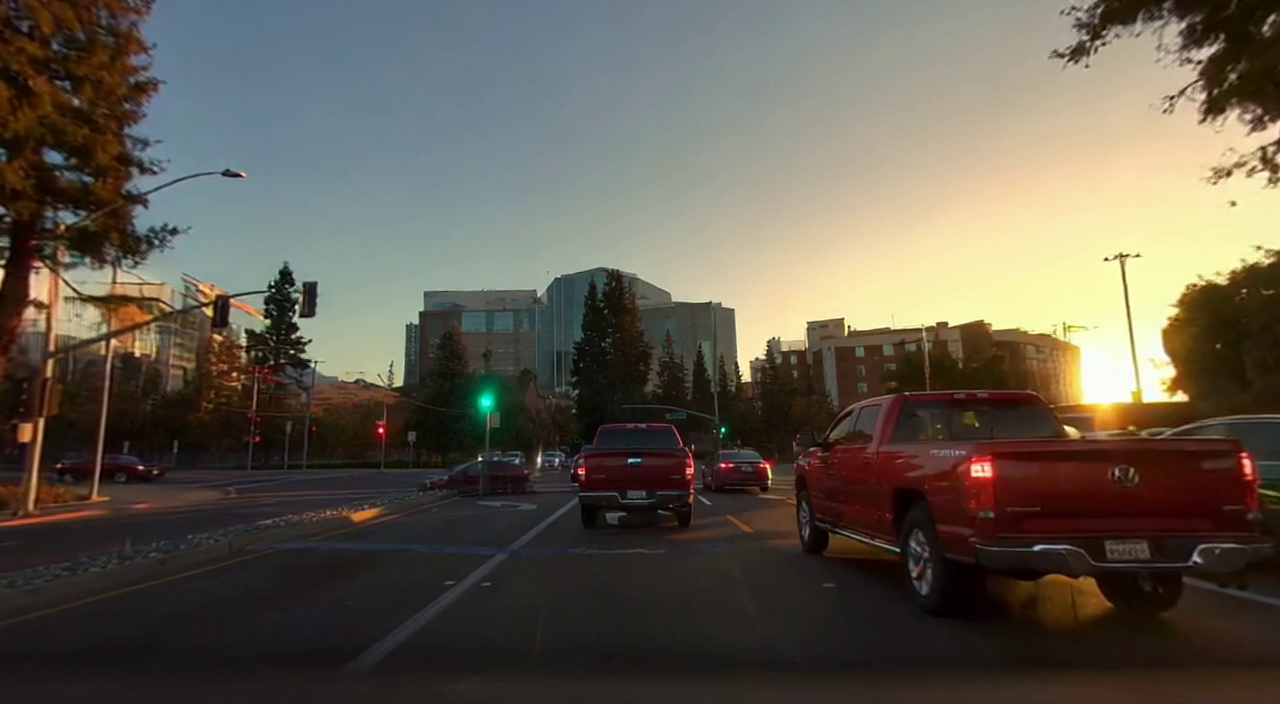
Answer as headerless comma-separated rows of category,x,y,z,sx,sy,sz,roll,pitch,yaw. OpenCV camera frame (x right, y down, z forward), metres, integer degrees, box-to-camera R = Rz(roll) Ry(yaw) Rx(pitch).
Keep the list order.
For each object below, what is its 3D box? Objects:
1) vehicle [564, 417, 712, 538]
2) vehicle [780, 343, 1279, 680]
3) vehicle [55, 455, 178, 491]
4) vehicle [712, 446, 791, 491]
vehicle,-0.094,2.285,12.162,2.240,1.821,5.001,0,-9,-2
vehicle,3.315,1.331,6.561,2.412,1.953,5.682,0,-9,0
vehicle,-26.586,6.123,32.304,4.437,1.669,1.936,5,-10,-30
vehicle,3.935,4.163,23.052,1.995,1.456,4.372,0,-9,-1
